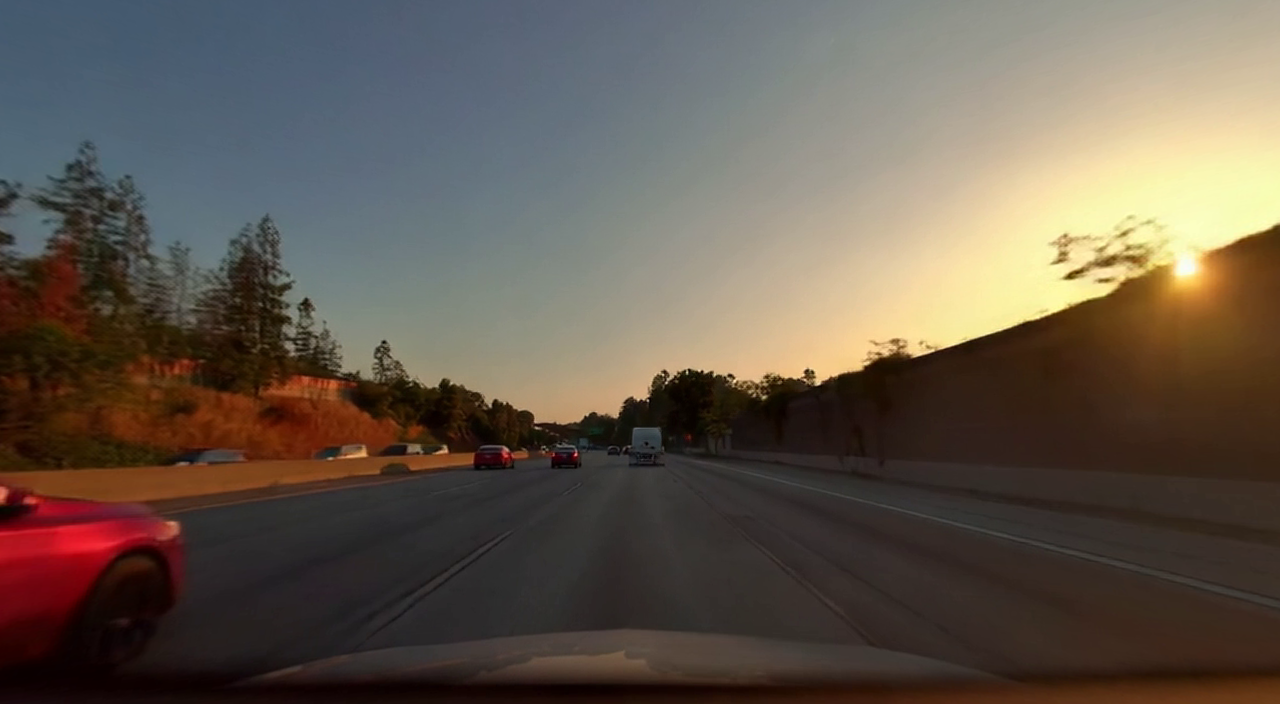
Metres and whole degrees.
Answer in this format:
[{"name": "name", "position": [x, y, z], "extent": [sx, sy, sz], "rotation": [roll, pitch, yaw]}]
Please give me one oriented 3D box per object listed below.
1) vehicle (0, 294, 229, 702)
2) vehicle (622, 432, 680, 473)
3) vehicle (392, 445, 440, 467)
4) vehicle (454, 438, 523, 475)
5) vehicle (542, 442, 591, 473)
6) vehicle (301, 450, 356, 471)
[{"name": "vehicle", "position": [-4.360, 0.515, 1.818], "extent": [2.368, 2.003, 5.844], "rotation": [1, -9, 0]}, {"name": "vehicle", "position": [0.536, 5.337, 33.592], "extent": [2.856, 1.994, 4.931], "rotation": [1, -9, 0]}, {"name": "vehicle", "position": [-16.709, 7.767, 47.212], "extent": [1.903, 1.563, 4.375], "rotation": [0, -9, 1]}, {"name": "vehicle", "position": [-7.356, 5.137, 31.118], "extent": [2.189, 1.673, 4.699], "rotation": [0, -9, 1]}, {"name": "vehicle", "position": [-3.817, 5.571, 33.459], "extent": [2.000, 1.512, 4.371], "rotation": [0, -9, 1]}, {"name": "vehicle", "position": [-24.214, 8.444, 49.107], "extent": [1.891, 1.543, 4.471], "rotation": [0, -9, 1]}]
